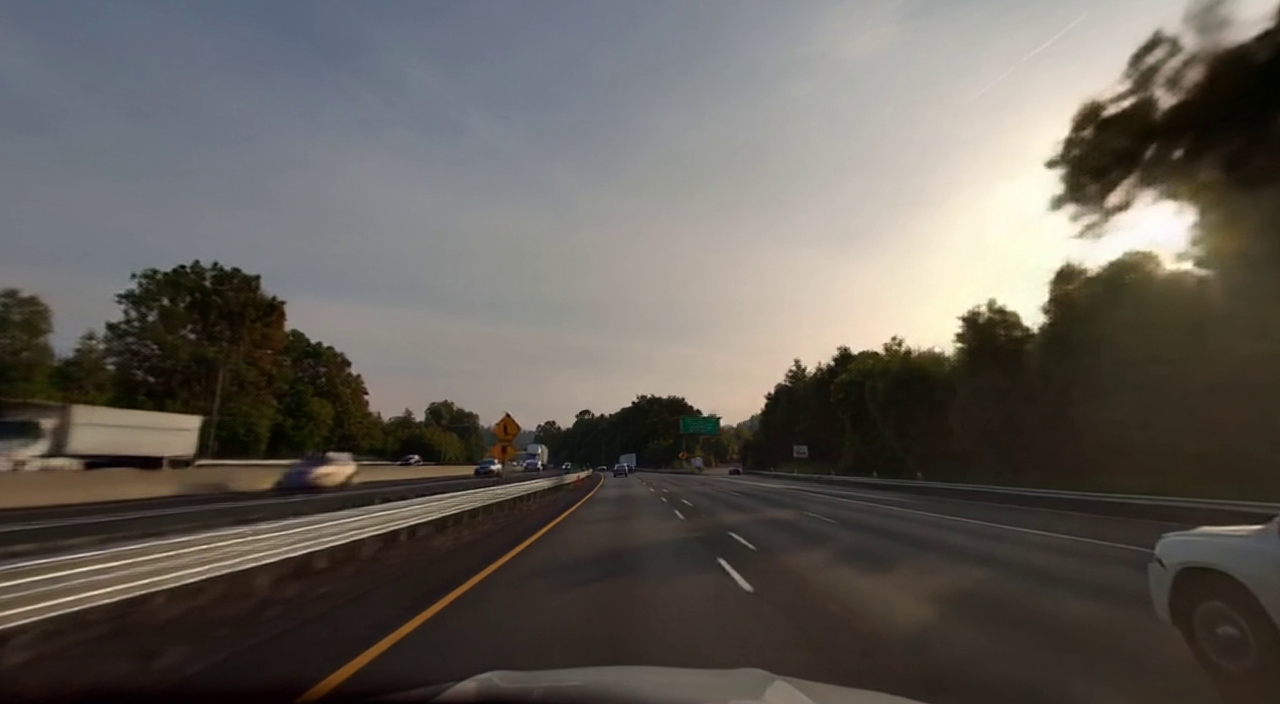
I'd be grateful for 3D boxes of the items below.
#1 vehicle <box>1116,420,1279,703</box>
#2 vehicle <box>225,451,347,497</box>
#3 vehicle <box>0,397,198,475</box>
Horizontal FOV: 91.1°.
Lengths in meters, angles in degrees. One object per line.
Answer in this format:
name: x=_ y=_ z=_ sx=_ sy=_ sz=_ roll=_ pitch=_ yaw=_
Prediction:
vehicle: x=4.050 y=0.852 z=1.639 sx=1.965 sy=1.502 sz=4.599 roll=1 pitch=-10 yaw=0
vehicle: x=-12.675 y=4.409 z=22.899 sx=1.874 sy=1.458 sz=4.489 roll=1 pitch=-10 yaw=-1
vehicle: x=-30.188 y=4.848 z=34.739 sx=3.006 sy=3.649 sz=10.097 roll=-1 pitch=-10 yaw=8
